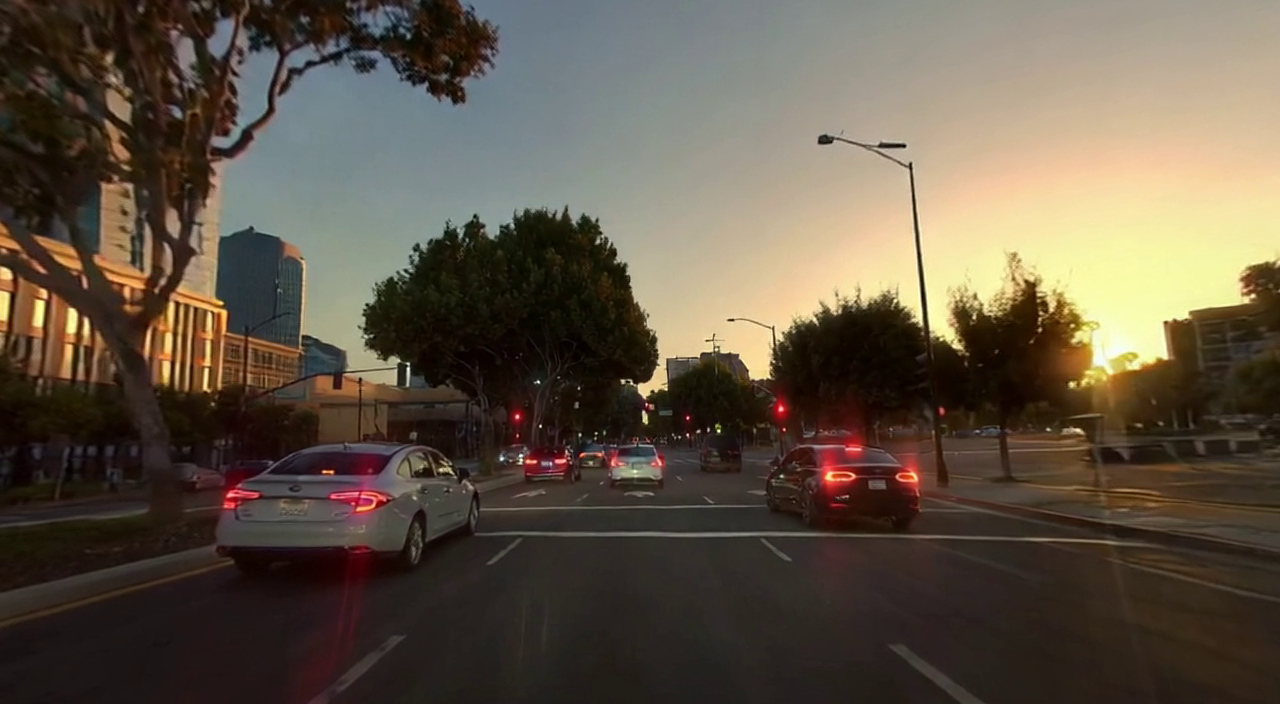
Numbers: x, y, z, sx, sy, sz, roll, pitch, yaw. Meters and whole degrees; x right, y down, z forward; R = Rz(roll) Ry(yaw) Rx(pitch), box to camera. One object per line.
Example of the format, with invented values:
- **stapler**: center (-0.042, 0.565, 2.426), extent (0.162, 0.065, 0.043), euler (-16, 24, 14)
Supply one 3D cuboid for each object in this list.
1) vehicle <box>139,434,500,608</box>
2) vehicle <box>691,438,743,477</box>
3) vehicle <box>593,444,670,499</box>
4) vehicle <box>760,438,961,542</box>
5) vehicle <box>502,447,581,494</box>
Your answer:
- **vehicle**: center (-3.274, 1.791, 7.710), extent (2.038, 1.481, 4.379), euler (0, -8, 1)
- **vehicle**: center (4.187, 5.832, 35.155), extent (2.142, 1.957, 5.443), euler (0, -8, -1)
- **vehicle**: center (-0.248, 3.607, 19.434), extent (2.101, 1.480, 3.929), euler (0, -8, 0)
- **vehicle**: center (3.655, 2.347, 11.484), extent (1.990, 1.486, 4.431), euler (0, -8, -1)
- **vehicle**: center (-3.321, 4.064, 22.093), extent (2.002, 1.465, 4.098), euler (-1, -8, 2)
